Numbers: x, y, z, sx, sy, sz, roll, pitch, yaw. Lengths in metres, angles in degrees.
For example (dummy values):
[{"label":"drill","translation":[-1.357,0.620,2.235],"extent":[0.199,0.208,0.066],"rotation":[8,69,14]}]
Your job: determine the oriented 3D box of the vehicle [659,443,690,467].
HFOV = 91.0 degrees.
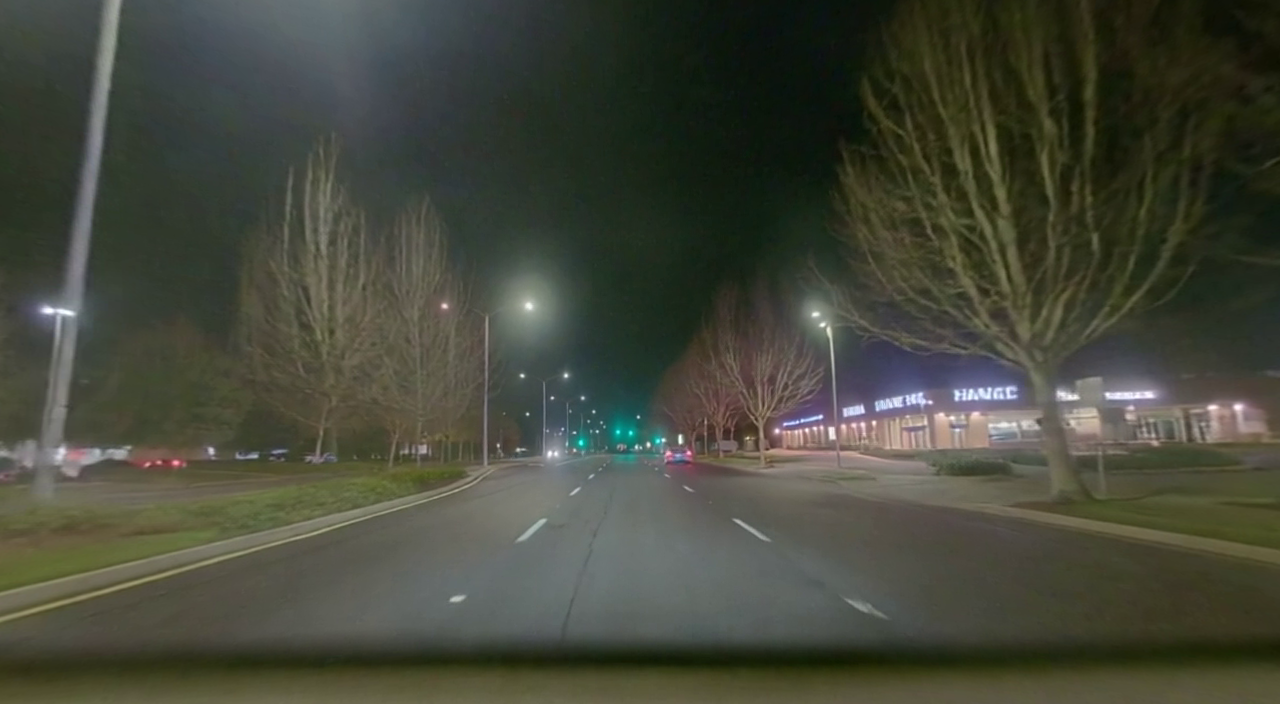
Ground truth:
[{"label":"vehicle","translation":[2.568,7.813,47.763],"extent":[2.020,1.681,4.248],"rotation":[0,-9,-2]}]
